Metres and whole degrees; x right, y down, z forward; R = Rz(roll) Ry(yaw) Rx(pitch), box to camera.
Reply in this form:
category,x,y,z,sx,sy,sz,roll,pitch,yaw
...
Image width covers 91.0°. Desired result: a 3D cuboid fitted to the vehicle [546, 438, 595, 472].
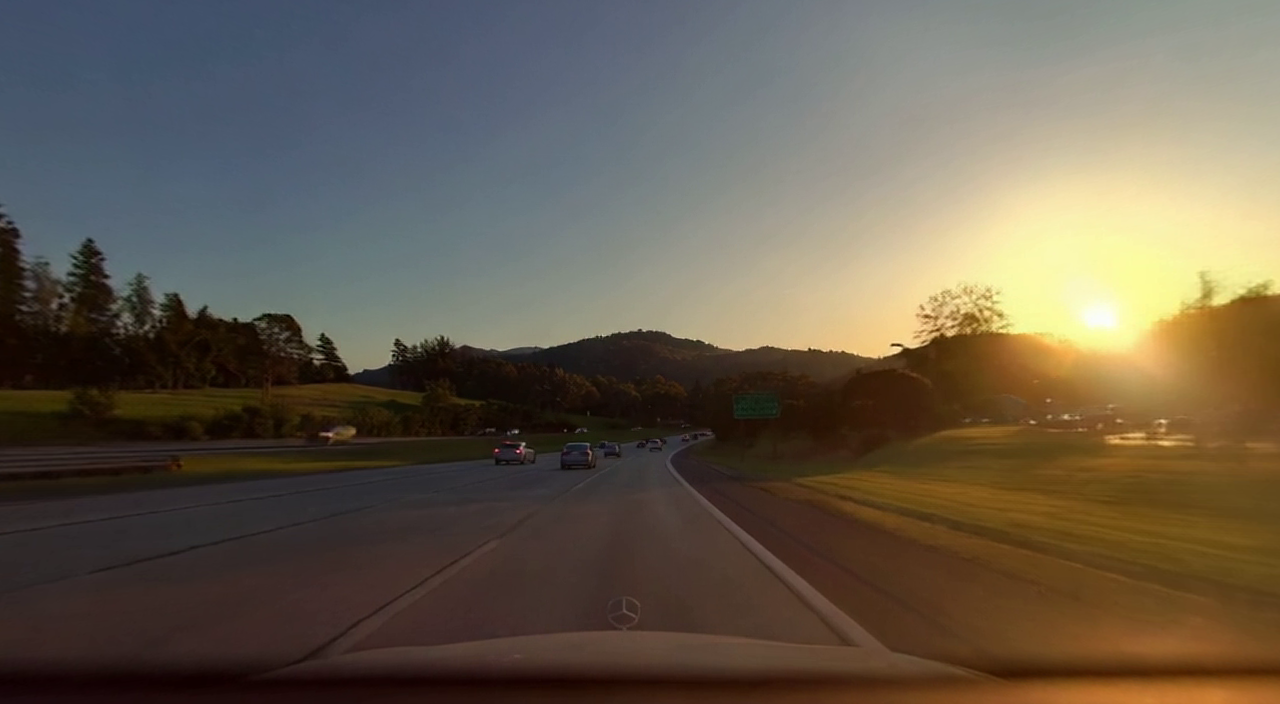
category,x,y,z,sx,sy,sz,roll,pitch,yaw
vehicle,-3.758,5.648,34.663,2.035,1.673,4.469,0,-9,2

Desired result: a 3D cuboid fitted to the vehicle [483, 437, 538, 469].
category,x,y,z,sx,sy,sz,roll,pitch,yaw
vehicle,-7.465,5.896,36.792,2.108,1.686,4.556,0,-9,2
